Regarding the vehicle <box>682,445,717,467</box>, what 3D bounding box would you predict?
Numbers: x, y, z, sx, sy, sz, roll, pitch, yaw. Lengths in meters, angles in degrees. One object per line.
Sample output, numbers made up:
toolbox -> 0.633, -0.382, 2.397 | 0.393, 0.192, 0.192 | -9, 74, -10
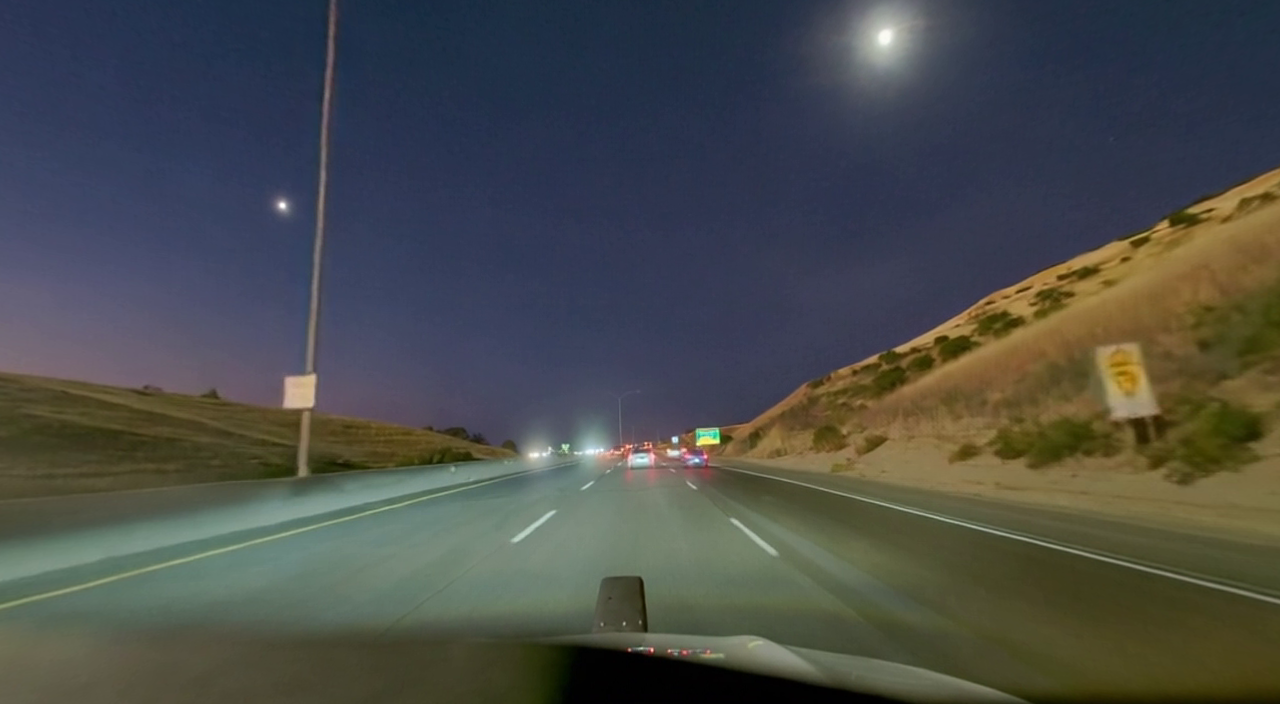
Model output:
vehicle -> 3.861, 6.809, 41.386 | 1.976, 1.352, 3.602 | 0, -8, 0

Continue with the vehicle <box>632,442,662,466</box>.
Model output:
vehicle -> 0.466, 7.208, 44.912 | 1.986, 1.576, 4.312 | 0, -8, 0

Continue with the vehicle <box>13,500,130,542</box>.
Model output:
vehicle -> -31.582, 9.398, 35.281 | 1.982, 1.708, 4.819 | 0, -8, 1
